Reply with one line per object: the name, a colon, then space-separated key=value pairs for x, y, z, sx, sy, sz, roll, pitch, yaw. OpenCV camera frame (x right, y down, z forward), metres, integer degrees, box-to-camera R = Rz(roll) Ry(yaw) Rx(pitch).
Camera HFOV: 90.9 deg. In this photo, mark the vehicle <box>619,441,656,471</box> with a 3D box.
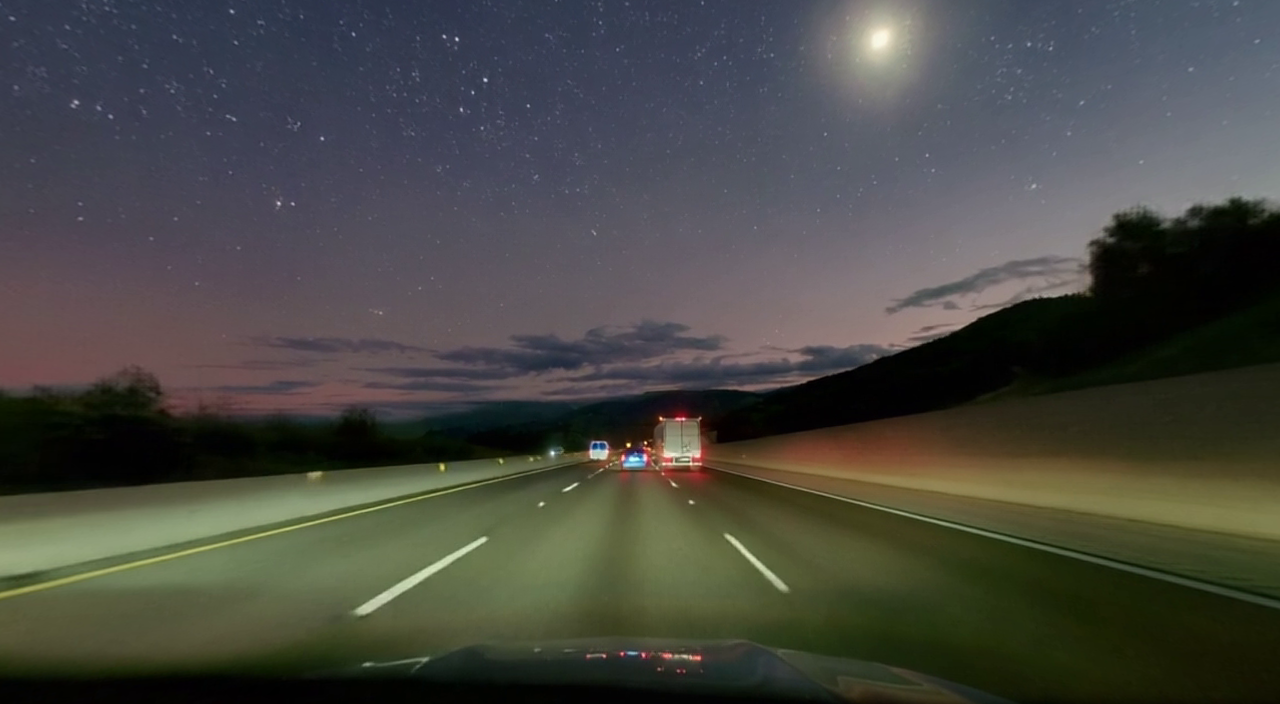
vehicle: x=-0.167 y=6.437 z=39.196 sx=2.166 sy=1.747 sz=4.299 roll=0 pitch=-9 yaw=0
